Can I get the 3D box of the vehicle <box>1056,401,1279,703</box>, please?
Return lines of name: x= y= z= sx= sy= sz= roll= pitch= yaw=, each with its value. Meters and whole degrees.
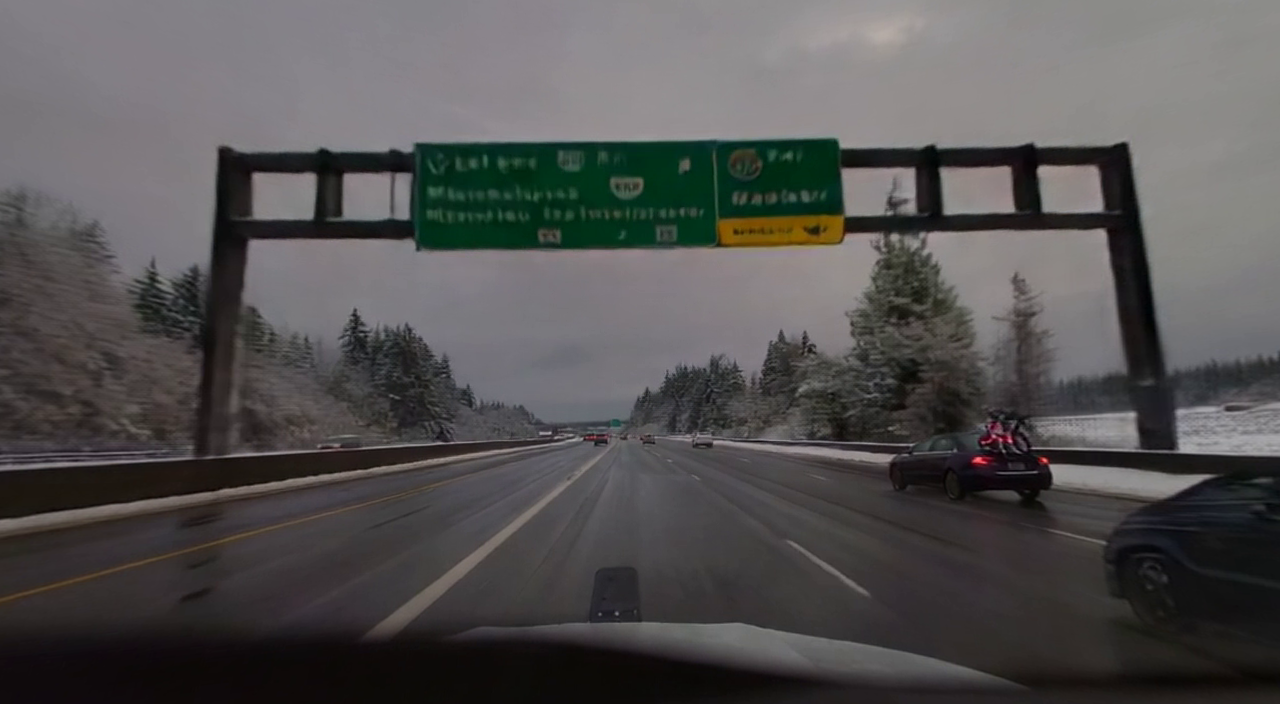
vehicle: x=3.902 y=0.829 z=1.909 sx=2.094 sy=1.441 sz=4.568 roll=0 pitch=-8 yaw=-1

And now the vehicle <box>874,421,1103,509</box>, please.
vehicle: x=6.942 y=2.272 z=13.350 sx=2.034 sy=1.511 sz=4.785 roll=0 pitch=-8 yaw=-2
